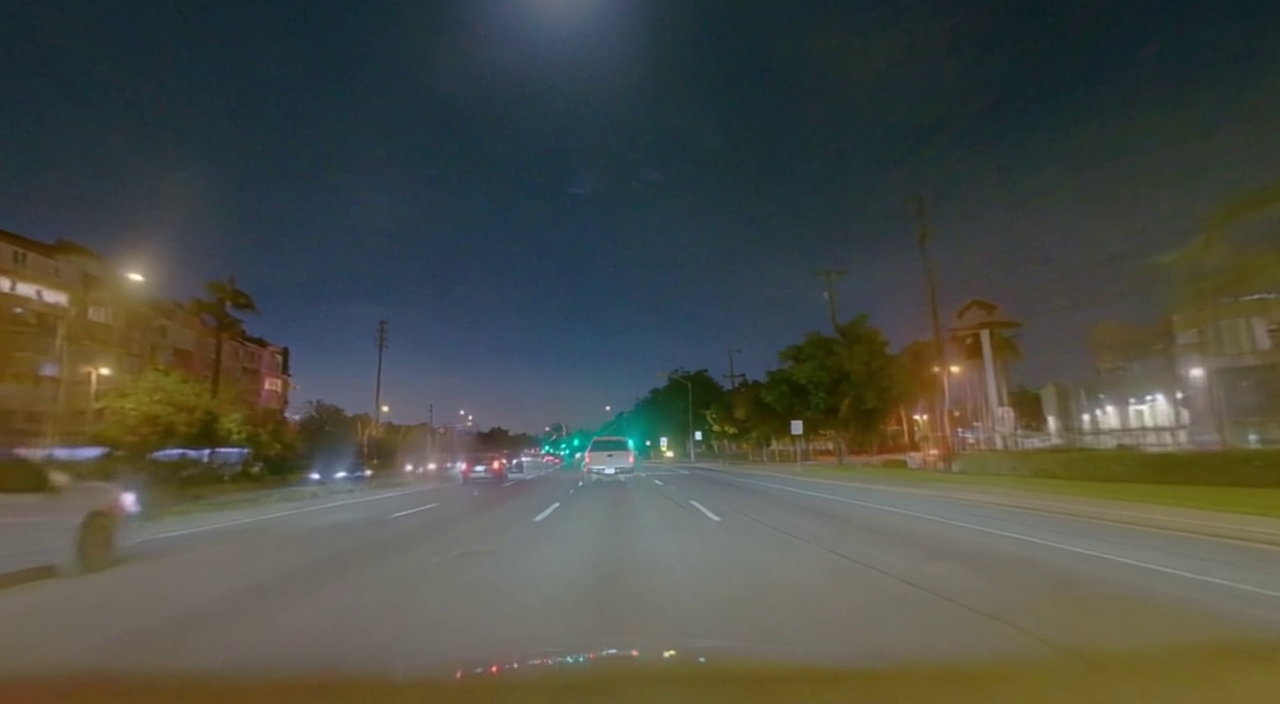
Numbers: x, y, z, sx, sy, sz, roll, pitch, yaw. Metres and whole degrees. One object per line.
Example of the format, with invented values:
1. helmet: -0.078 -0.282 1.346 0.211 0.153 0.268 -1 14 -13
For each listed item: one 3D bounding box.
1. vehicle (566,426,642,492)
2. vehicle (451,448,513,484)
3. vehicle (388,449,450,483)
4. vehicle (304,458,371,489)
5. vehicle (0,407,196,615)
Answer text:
1. vehicle: -1.506 4.037 23.943 2.507 2.161 6.049 1 -9 -6
2. vehicle: -7.515 5.444 30.311 2.016 1.576 4.215 0 -9 -2
3. vehicle: -13.260 6.811 37.932 2.213 1.857 4.830 1 -9 -3
4. vehicle: -16.501 6.609 34.447 1.971 1.518 3.772 1 -9 -3
5. vehicle: -6.354 1.281 5.010 2.235 1.682 4.662 0 -9 -1
